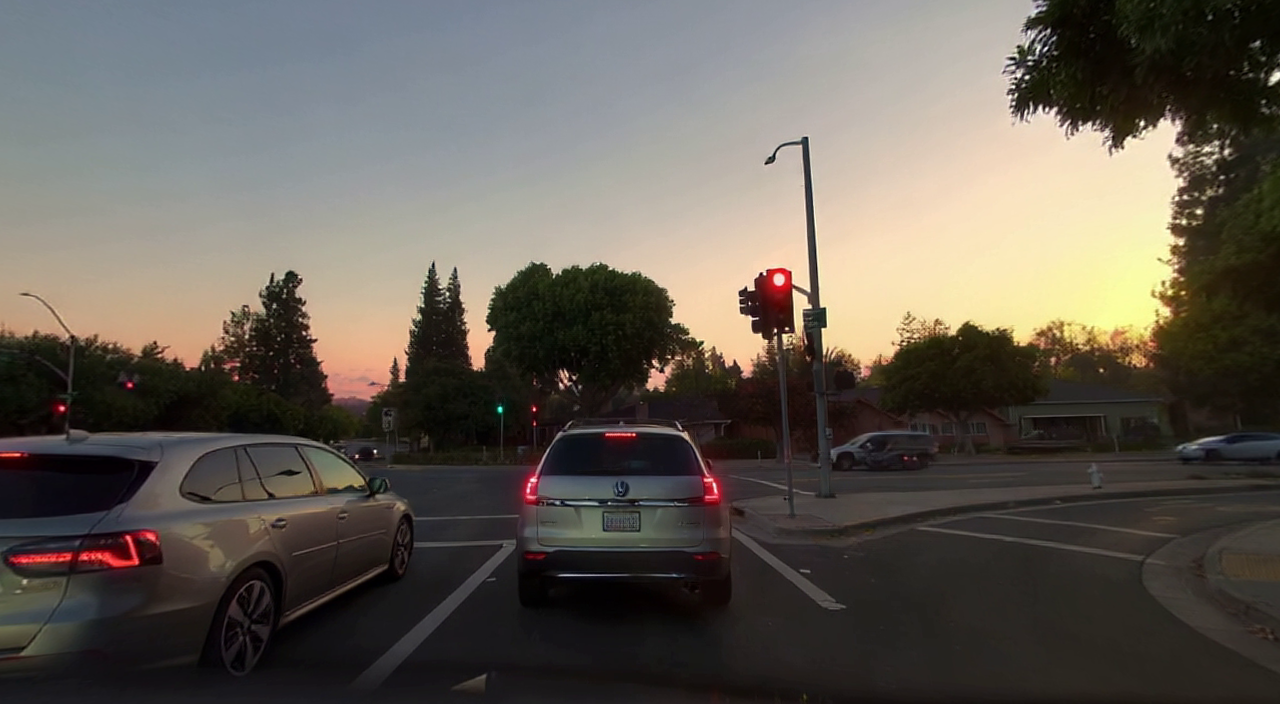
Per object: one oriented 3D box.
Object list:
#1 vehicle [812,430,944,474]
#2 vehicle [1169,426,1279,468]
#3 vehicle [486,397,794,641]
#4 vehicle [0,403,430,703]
[{"bbox_3d":[10.061,4.274,27.078,4.887,1.769,2.035,-1,-9,6],"label":"vehicle"},{"bbox_3d":[24.700,3.841,25.535,4.670,1.616,1.926,-1,-9,6],"label":"vehicle"},{"bbox_3d":[-0.140,1.472,6.564,2.154,1.670,4.140,1,-9,-4],"label":"vehicle"},{"bbox_3d":[-3.294,1.278,4.719,2.035,1.492,4.415,0,-9,-2],"label":"vehicle"}]
